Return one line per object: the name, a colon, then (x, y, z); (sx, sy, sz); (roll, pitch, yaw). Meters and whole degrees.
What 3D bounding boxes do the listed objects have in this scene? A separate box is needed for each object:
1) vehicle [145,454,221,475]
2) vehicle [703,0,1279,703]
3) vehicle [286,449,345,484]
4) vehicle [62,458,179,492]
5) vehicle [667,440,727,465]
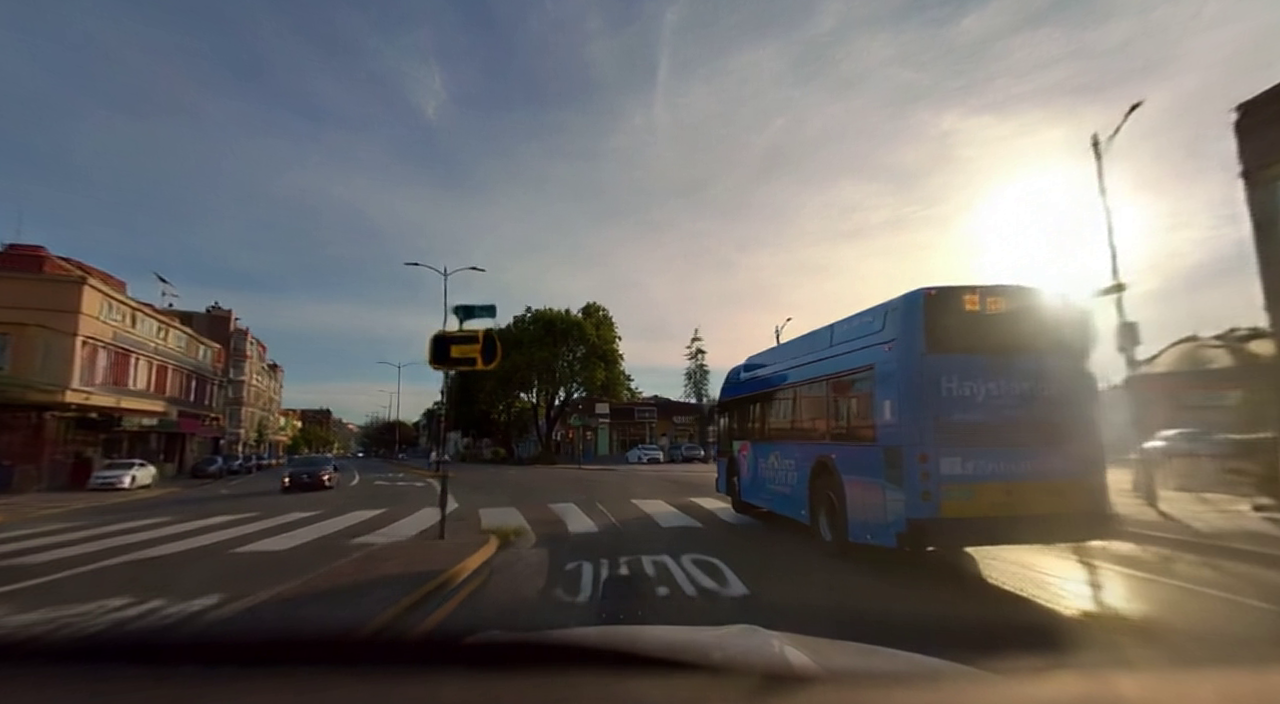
vehicle: (-35.431, 8.718, 48.976); (4.592, 1.474, 1.880); (7, -10, -37)
vehicle: (2.881, 0.268, 3.506); (3.194, 3.345, 12.428); (1, -8, -3)
vehicle: (-15.501, 5.440, 30.390); (1.944, 1.505, 3.944); (3, -9, -19)
vehicle: (-26.286, 6.211, 32.110); (4.384, 1.500, 1.864); (7, -11, -39)
vehicle: (4.042, 7.100, 44.556); (3.786, 1.505, 1.991); (-6, -9, 18)
